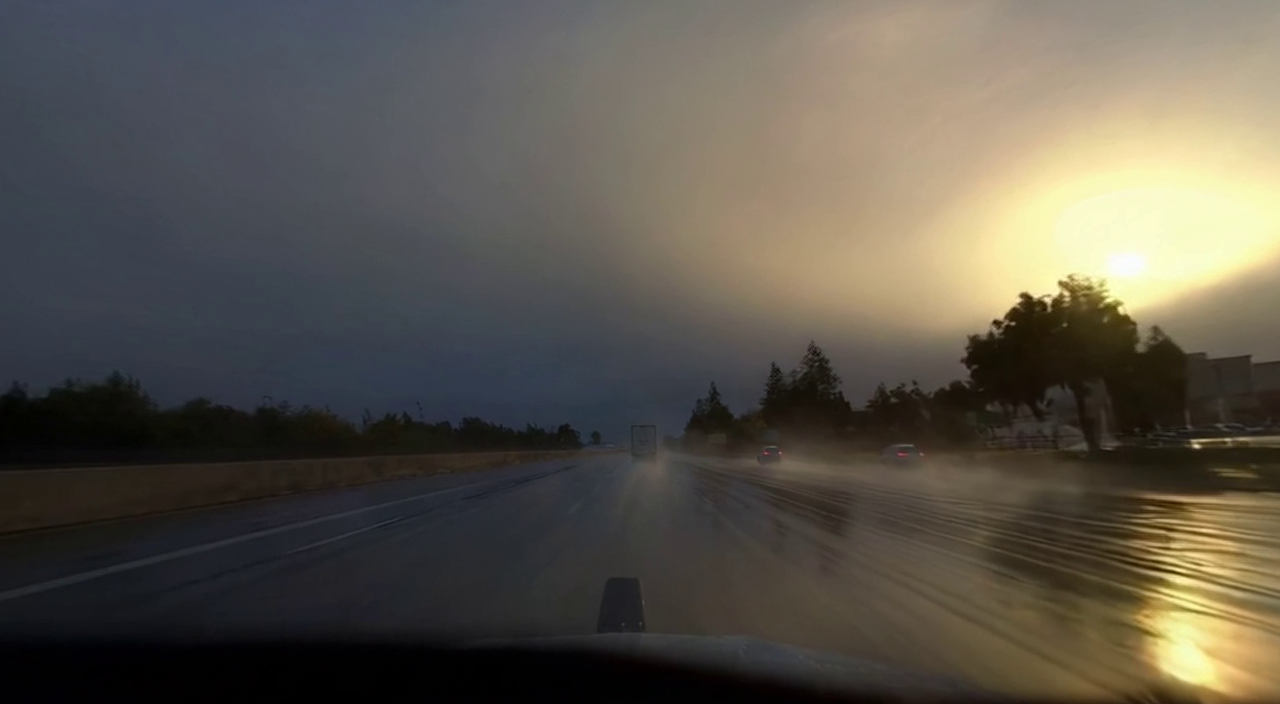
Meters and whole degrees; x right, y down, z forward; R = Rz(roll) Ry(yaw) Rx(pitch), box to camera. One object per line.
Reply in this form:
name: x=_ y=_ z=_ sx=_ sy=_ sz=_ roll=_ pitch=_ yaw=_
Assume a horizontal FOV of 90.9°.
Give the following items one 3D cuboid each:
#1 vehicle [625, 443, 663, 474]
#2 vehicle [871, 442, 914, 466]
vehicle: x=0.213 y=6.082 z=36.129 sx=2.015 sy=1.639 sz=4.086 roll=0 pitch=-9 yaw=0
vehicle: x=18.425 y=7.409 z=46.188 sx=1.690 sy=1.490 sz=3.665 roll=-5 pitch=-7 yaw=3
